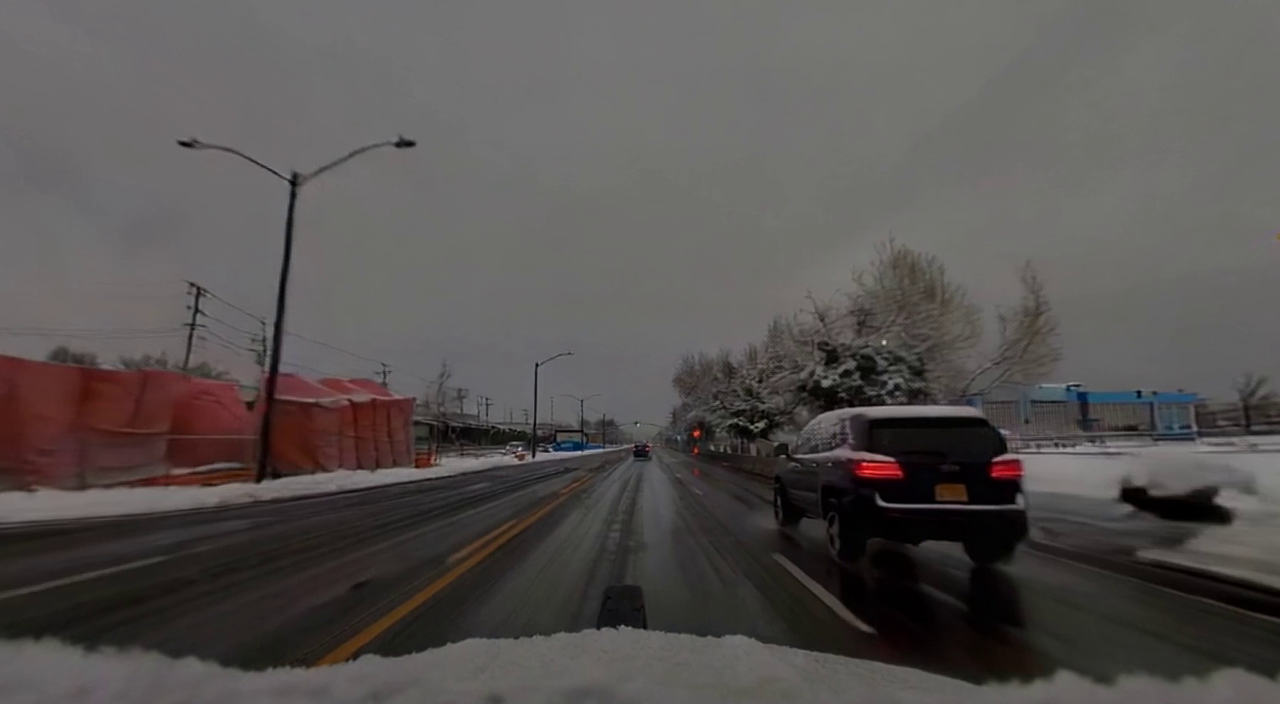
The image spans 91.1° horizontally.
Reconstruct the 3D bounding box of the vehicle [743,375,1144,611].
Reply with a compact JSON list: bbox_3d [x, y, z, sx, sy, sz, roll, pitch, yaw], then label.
[{"bbox_3d":[3.002,1.594,8.161,2.386,1.970,5.665,0,-8,0],"label":"vehicle"}]

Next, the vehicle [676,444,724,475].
[{"bbox_3d":[3.220,5.869,34.632,2.148,1.562,4.642,0,-8,0],"label":"vehicle"}]
